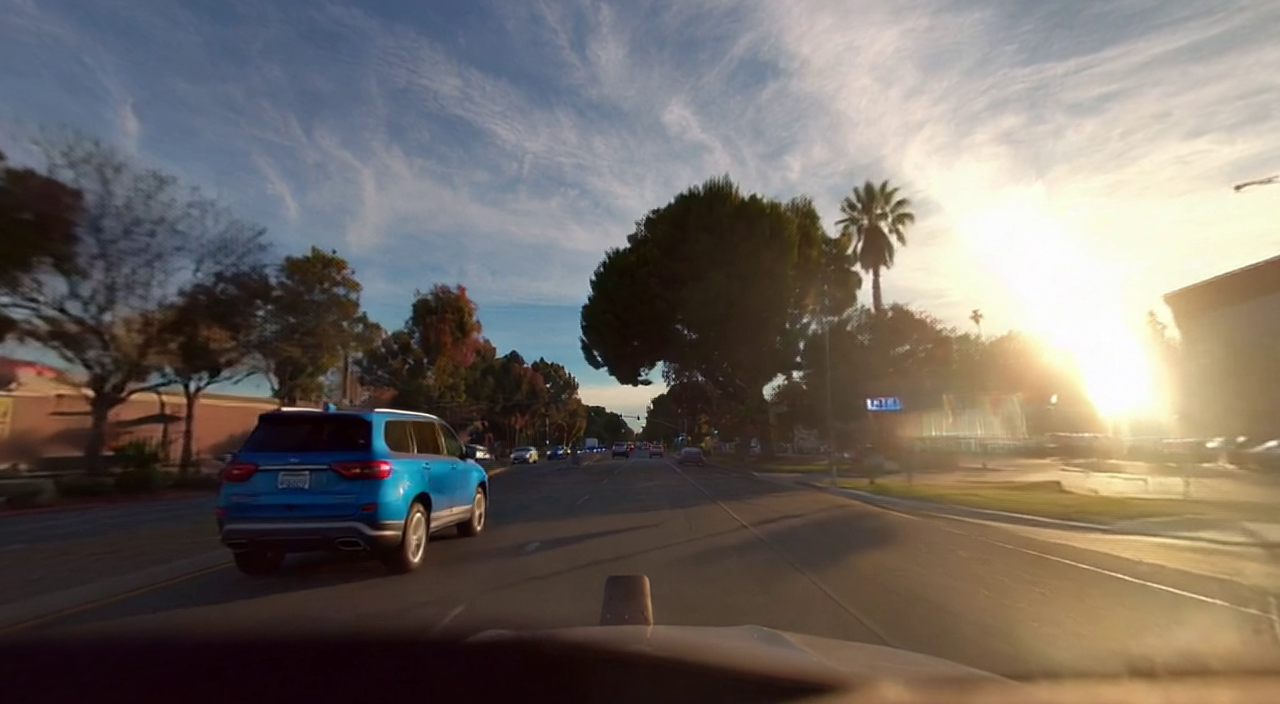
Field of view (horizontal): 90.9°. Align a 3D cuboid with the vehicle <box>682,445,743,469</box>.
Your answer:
[{"bbox_3d":[4.832,7.051,42.480,1.919,1.472,4.470,4,-10,-26],"label":"vehicle"}]

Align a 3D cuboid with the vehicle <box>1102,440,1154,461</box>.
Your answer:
[{"bbox_3d":[36.044,7.278,46.698,1.815,1.419,4.726,-4,-9,23],"label":"vehicle"}]

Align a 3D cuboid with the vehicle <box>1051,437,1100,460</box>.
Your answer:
[{"bbox_3d":[31.730,7.045,46.034,1.982,1.611,4.314,-3,-9,22],"label":"vehicle"}]

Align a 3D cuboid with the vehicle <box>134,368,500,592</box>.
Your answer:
[{"bbox_3d":[-3.372,1.465,7.928,2.152,1.987,4.527,0,-9,0],"label":"vehicle"}]

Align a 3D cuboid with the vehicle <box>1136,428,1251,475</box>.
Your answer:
[{"bbox_3d":[23.646,4.279,27.194,2.180,1.808,4.462,-3,-9,21],"label":"vehicle"}]
